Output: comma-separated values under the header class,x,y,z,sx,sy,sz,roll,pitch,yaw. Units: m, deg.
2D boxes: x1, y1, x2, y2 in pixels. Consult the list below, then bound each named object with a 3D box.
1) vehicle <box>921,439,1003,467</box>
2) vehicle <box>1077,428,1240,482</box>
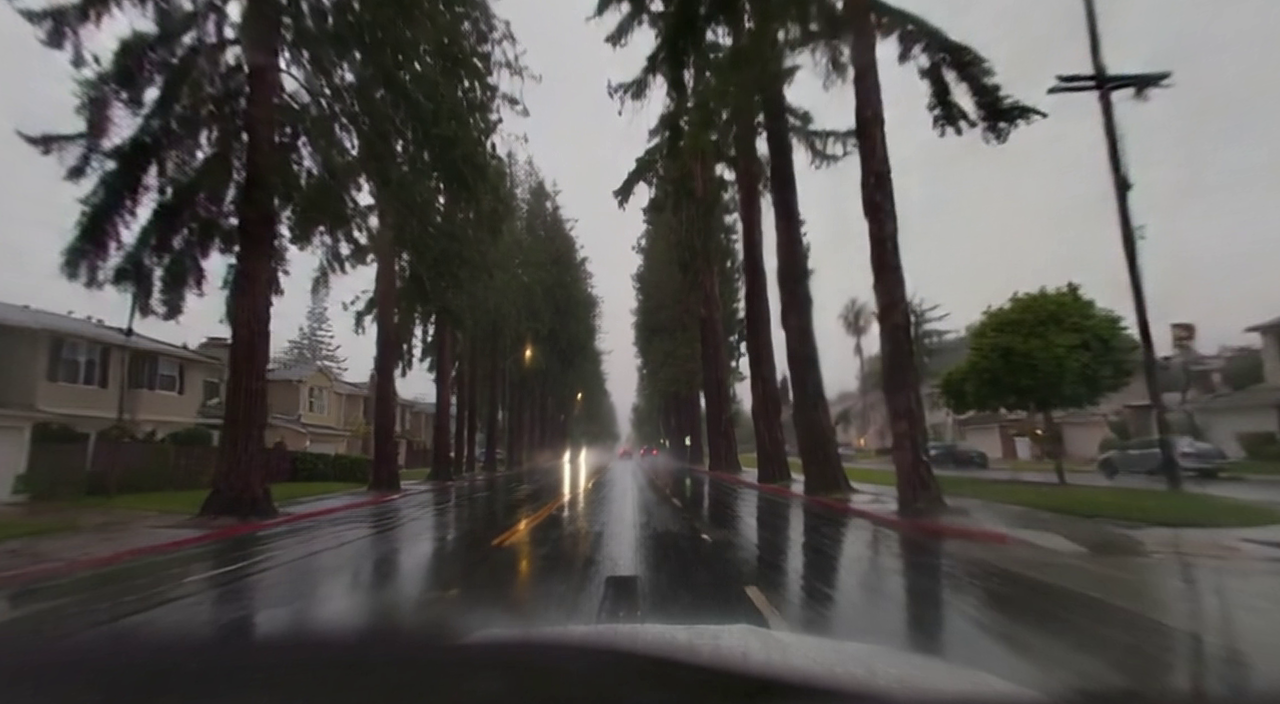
class,x,y,z,sx,sy,sz,roll,pitch,yaw
vehicle,17.759,5.593,35.110,1.813,1.464,4.925,0,-9,-2
vehicle,18.200,3.648,22.540,1.936,1.722,4.562,0,-9,1
